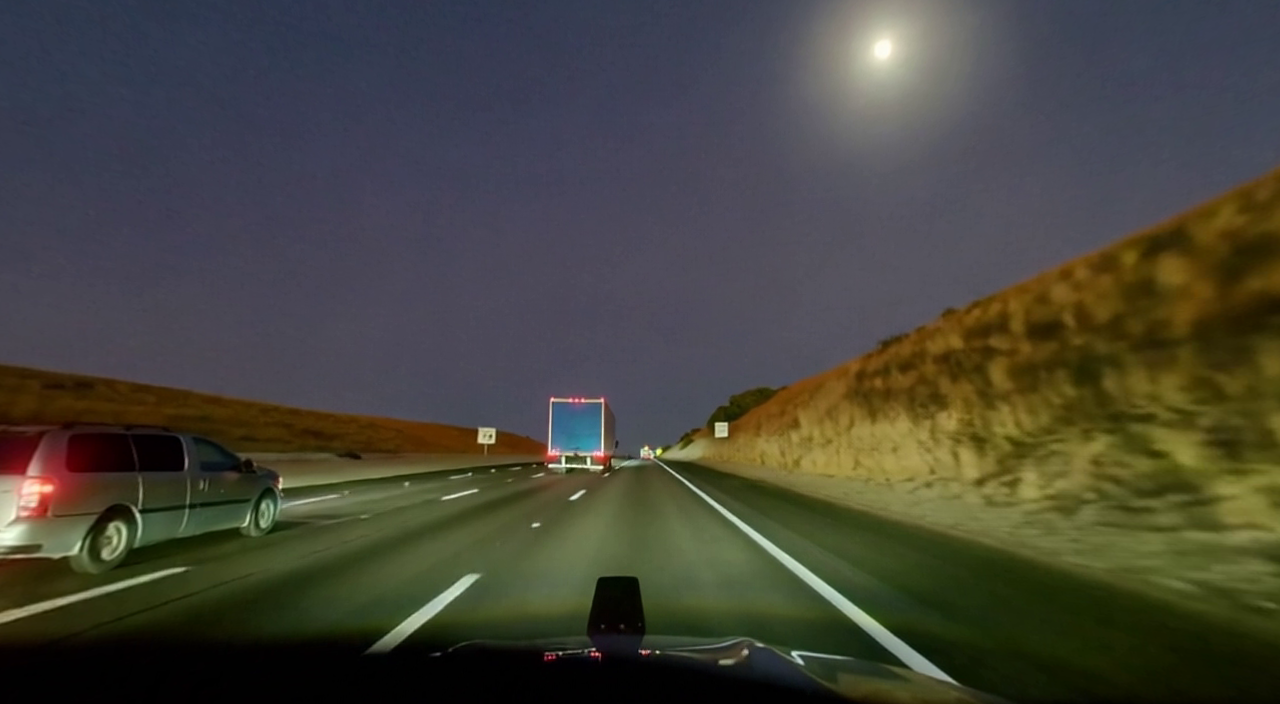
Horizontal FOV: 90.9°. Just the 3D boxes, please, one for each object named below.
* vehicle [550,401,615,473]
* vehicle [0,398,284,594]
[{"bbox_3d":[-3.581,5.932,43.629,2.893,4.073,15.281,0,-8,0],"label":"vehicle"},{"bbox_3d":[-7.252,1.699,8.198,2.175,1.860,5.236,0,-8,0],"label":"vehicle"}]
